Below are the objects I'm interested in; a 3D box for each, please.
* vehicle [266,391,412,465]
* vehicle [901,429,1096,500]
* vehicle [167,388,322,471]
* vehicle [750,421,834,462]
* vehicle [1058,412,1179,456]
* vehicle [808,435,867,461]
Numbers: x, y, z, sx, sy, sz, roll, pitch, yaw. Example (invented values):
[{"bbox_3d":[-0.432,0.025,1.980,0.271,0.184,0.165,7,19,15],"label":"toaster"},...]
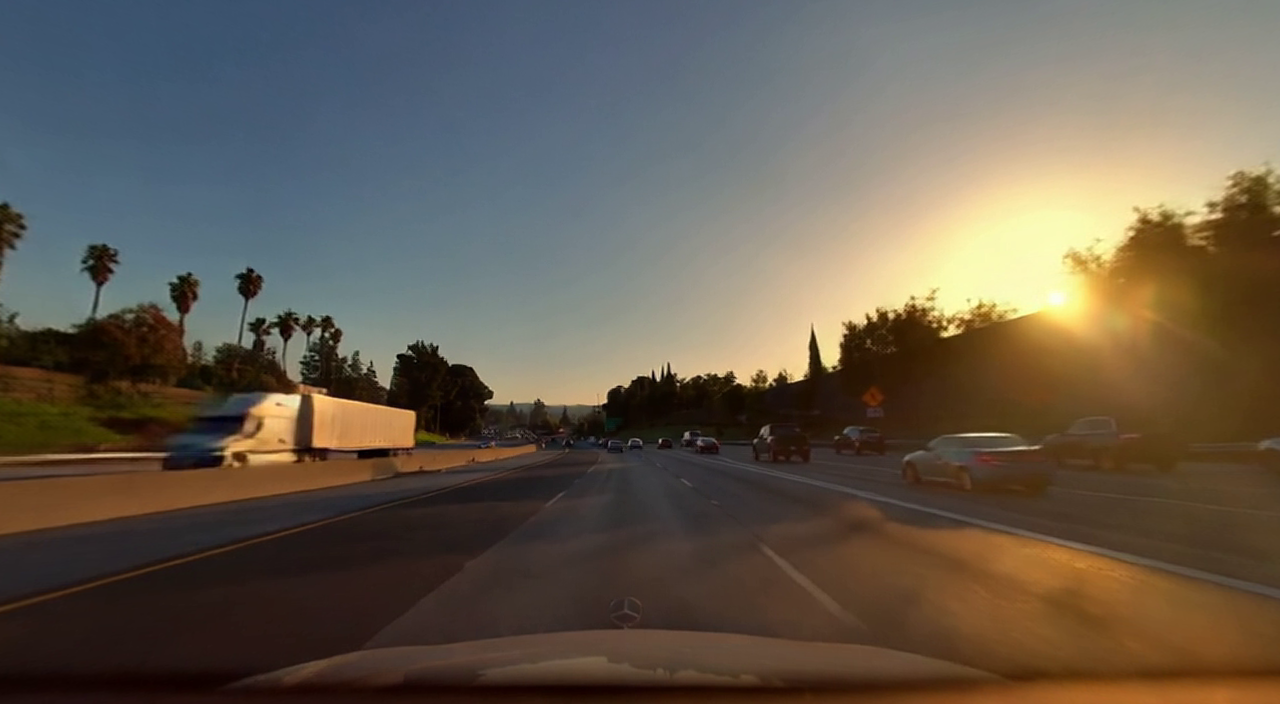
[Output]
[{"bbox_3d":[-20.199,5.544,44.362,2.881,4.181,16.486,0,-8,-2],"label":"vehicle"},{"bbox_3d":[8.460,2.695,15.501,2.080,1.457,4.404,0,-8,-2],"label":"vehicle"},{"bbox_3d":[-19.756,4.043,32.265,3.084,3.707,7.432,0,-8,-1],"label":"vehicle"},{"bbox_3d":[8.034,4.879,34.197,2.622,1.977,6.537,0,-8,-3],"label":"vehicle"},{"bbox_3d":[23.673,4.124,31.497,2.085,1.989,4.825,0,-8,-2],"label":"vehicle"},{"bbox_3d":[11.959,5.846,38.563,1.846,1.480,4.752,0,-8,-4],"label":"vehicle"}]
